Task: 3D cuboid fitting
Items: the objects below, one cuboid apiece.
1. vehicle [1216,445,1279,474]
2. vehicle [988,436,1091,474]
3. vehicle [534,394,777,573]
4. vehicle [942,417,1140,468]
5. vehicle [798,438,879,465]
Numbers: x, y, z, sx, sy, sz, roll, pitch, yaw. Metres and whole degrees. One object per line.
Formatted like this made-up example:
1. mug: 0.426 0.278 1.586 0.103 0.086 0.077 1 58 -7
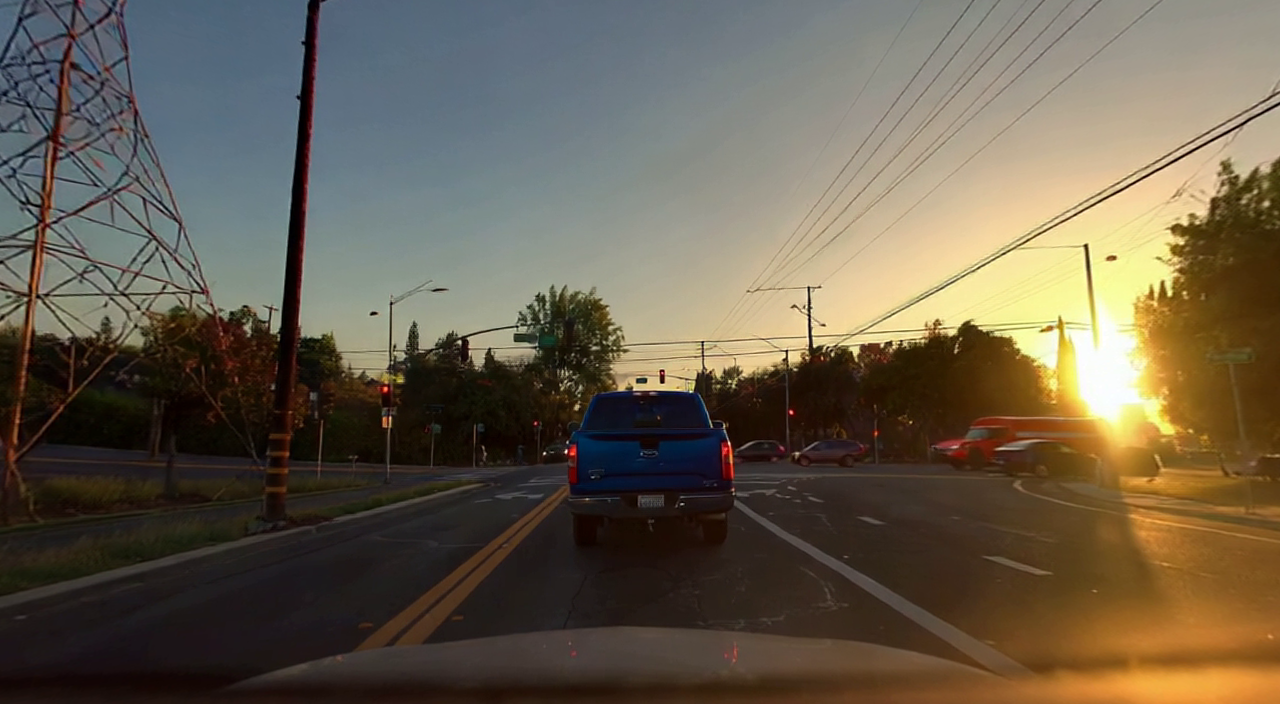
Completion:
1. vehicle: 41.325 6.991 41.265 5.426 1.728 1.999 0 -8 -2
2. vehicle: 17.617 4.488 27.814 4.520 1.496 2.060 5 -10 -33
3. vehicle: 0.123 1.870 9.901 2.707 1.964 5.485 0 -8 -1
4. vehicle: 26.046 5.937 41.424 10.726 3.128 3.003 -1 -8 1
5. vehicle: 14.319 7.234 45.873 5.235 1.878 2.107 -1 -8 5
